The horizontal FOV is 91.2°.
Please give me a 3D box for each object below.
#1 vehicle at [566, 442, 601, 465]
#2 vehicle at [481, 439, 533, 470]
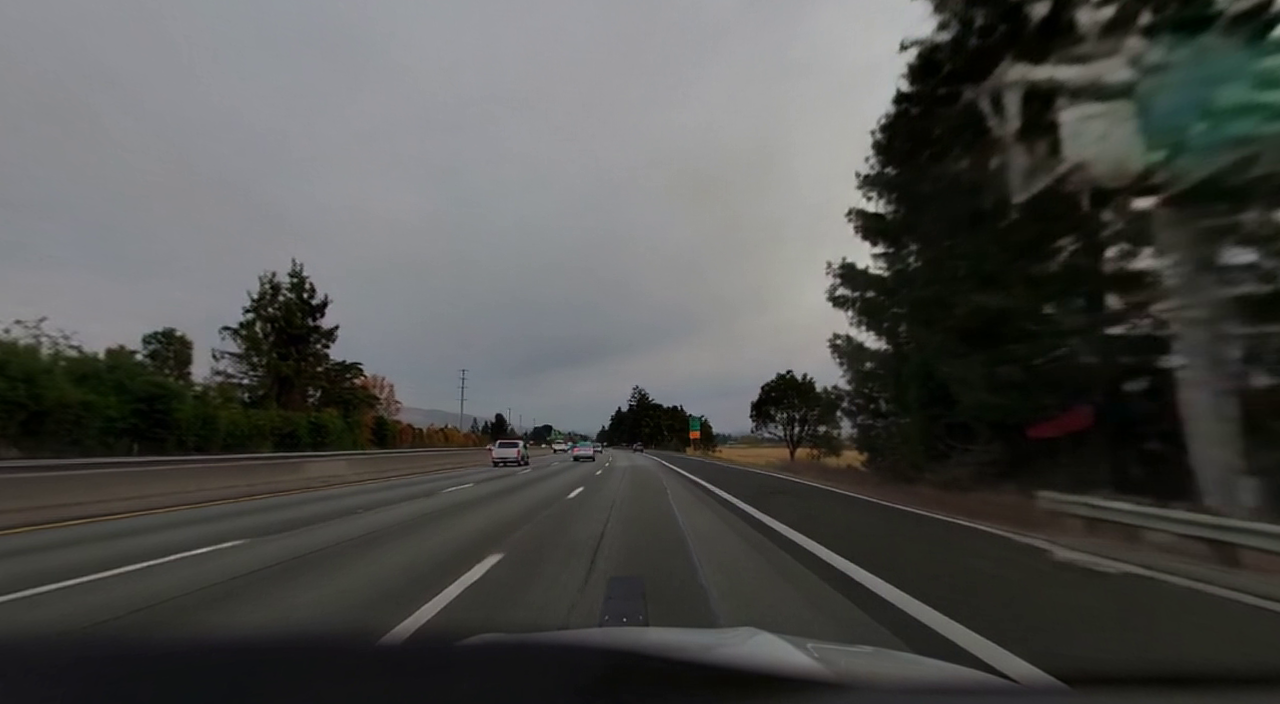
[{"bbox_3d":[-3.894,7.124,44.019,2.075,1.516,4.212,0,-8,-1],"label":"vehicle"},{"bbox_3d":[-7.671,5.965,36.713,2.080,1.632,4.332,0,-8,0],"label":"vehicle"}]
